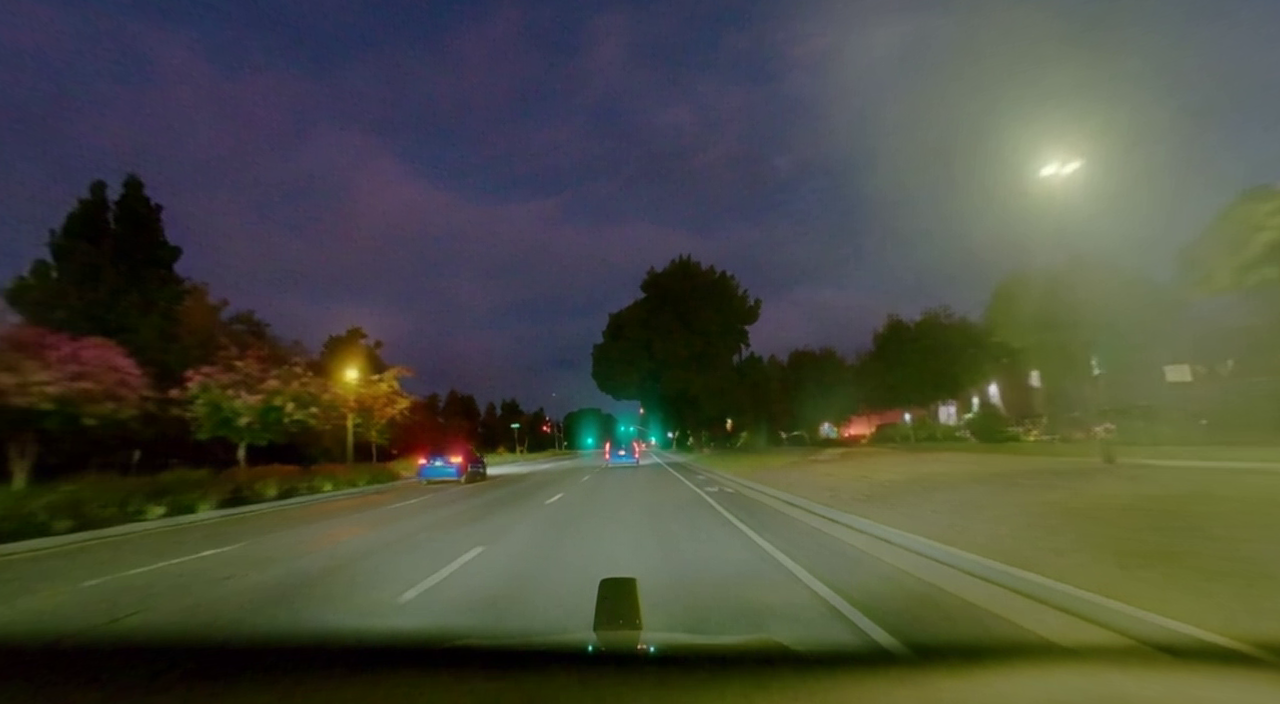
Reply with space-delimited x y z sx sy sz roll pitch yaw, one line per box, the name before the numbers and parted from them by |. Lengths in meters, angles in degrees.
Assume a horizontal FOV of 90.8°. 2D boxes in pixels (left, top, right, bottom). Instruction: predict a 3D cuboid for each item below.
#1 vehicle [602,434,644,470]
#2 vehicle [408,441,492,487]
vehicle | -0.830 5.314 33.726 2.070 1.764 4.552 -1 -8 0
vehicle | -7.569 4.475 25.663 1.993 1.657 4.487 -1 -8 0
